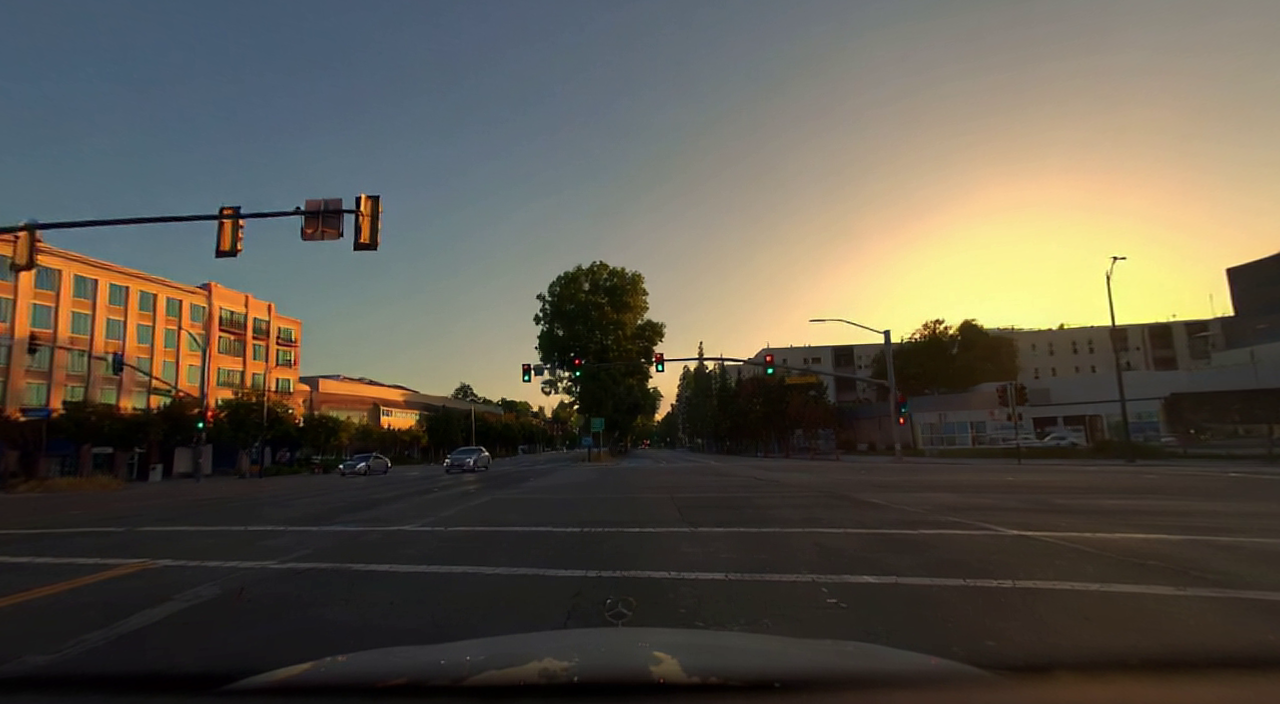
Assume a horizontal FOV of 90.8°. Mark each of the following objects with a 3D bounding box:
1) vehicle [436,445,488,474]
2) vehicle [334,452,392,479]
[{"bbox_3d":[-12.183,7.383,43.641,2.151,1.847,4.634,0,-9,1],"label":"vehicle"},{"bbox_3d":[-18.849,7.737,43.214,1.933,1.664,4.255,0,-9,1],"label":"vehicle"}]
